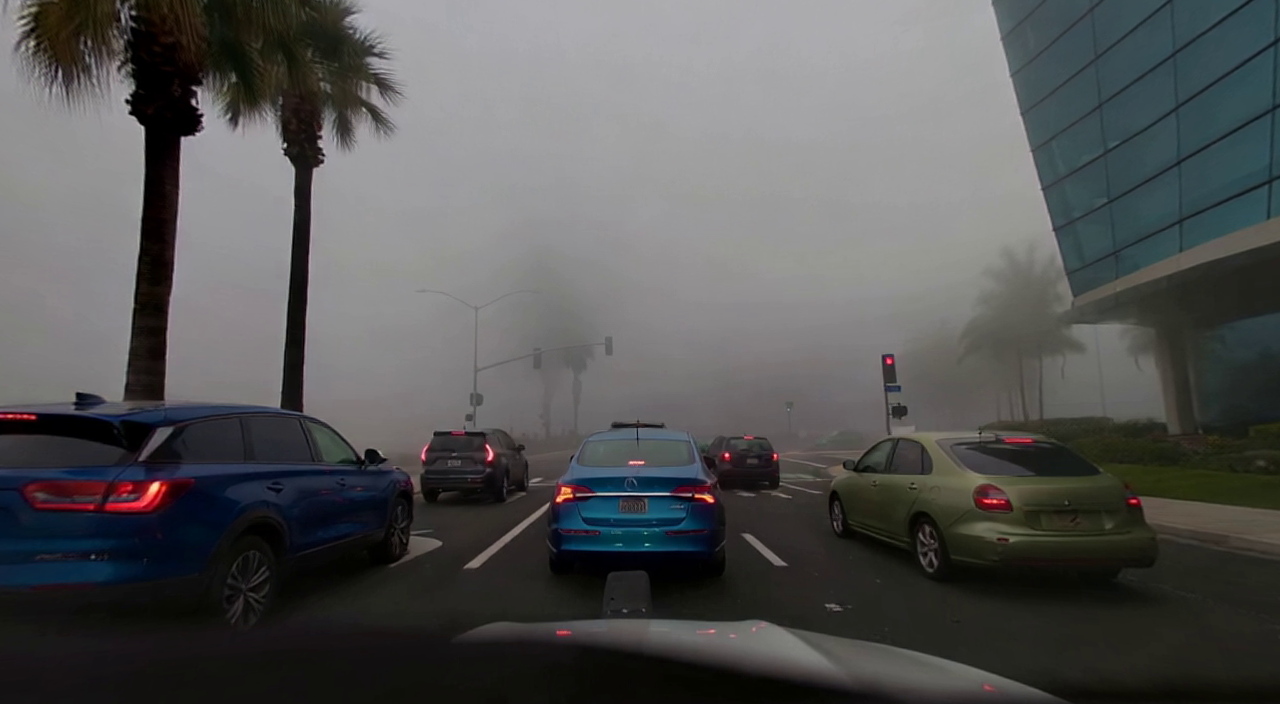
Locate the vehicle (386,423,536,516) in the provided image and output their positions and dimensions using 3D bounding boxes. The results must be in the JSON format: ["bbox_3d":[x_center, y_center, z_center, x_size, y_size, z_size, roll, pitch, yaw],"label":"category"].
[{"bbox_3d":[-3.479,2.356,13.076,1.917,1.631,3.768,0,-8,1],"label":"vehicle"}]

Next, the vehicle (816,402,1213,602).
[{"bbox_3d":[3.838,1.615,7.679,2.064,1.696,4.431,0,-8,0],"label":"vehicle"}]

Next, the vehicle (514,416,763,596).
[{"bbox_3d":[-0.060,1.694,7.855,2.219,1.586,4.321,0,-8,-1],"label":"vehicle"}]

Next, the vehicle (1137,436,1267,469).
[{"bbox_3d":[25.445,4.556,28.657,4.014,1.417,1.777,-1,-8,5],"label":"vehicle"}]

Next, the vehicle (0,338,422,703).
[{"bbox_3d":[-3.540,1.135,5.077,2.014,1.775,4.404,0,-8,-1],"label":"vehicle"}]
